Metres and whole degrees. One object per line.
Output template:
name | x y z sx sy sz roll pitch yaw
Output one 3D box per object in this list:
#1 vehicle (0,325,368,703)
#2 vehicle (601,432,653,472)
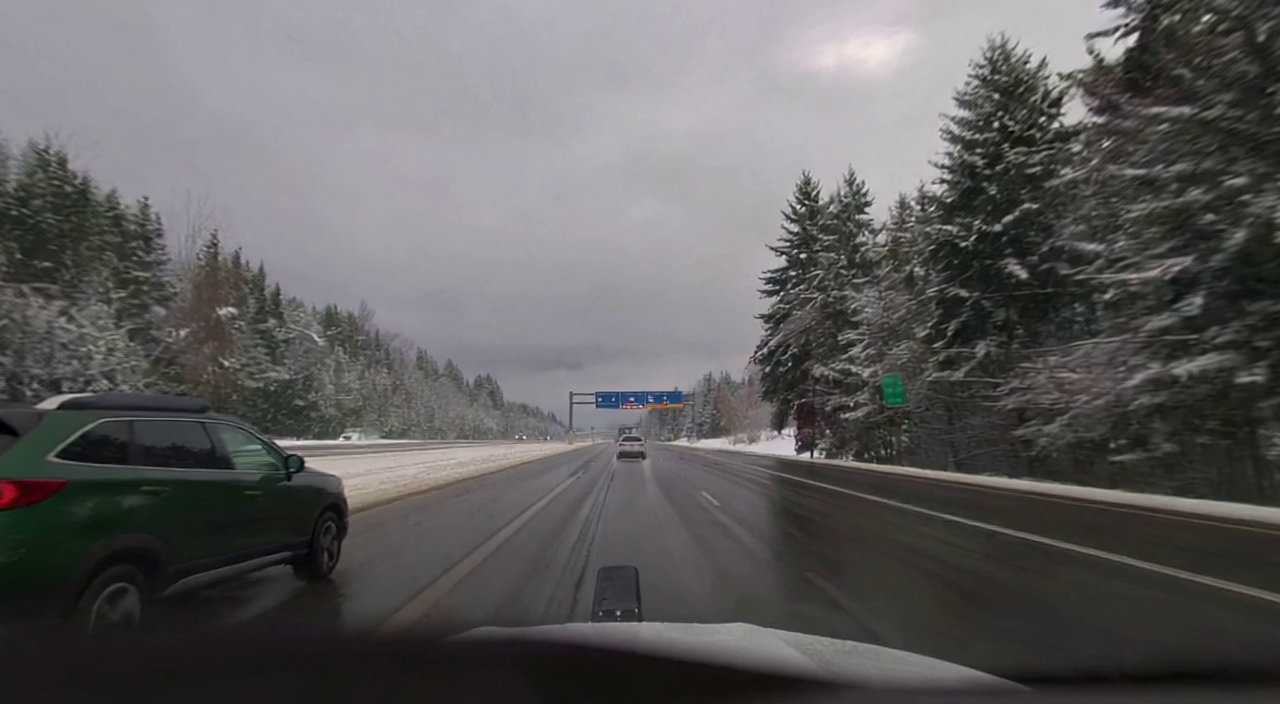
vehicle | -3.368 0.857 3.025 2.111 1.689 4.505 0 -8 0
vehicle | -0.550 4.184 26.543 2.010 1.534 4.013 0 -8 -1
